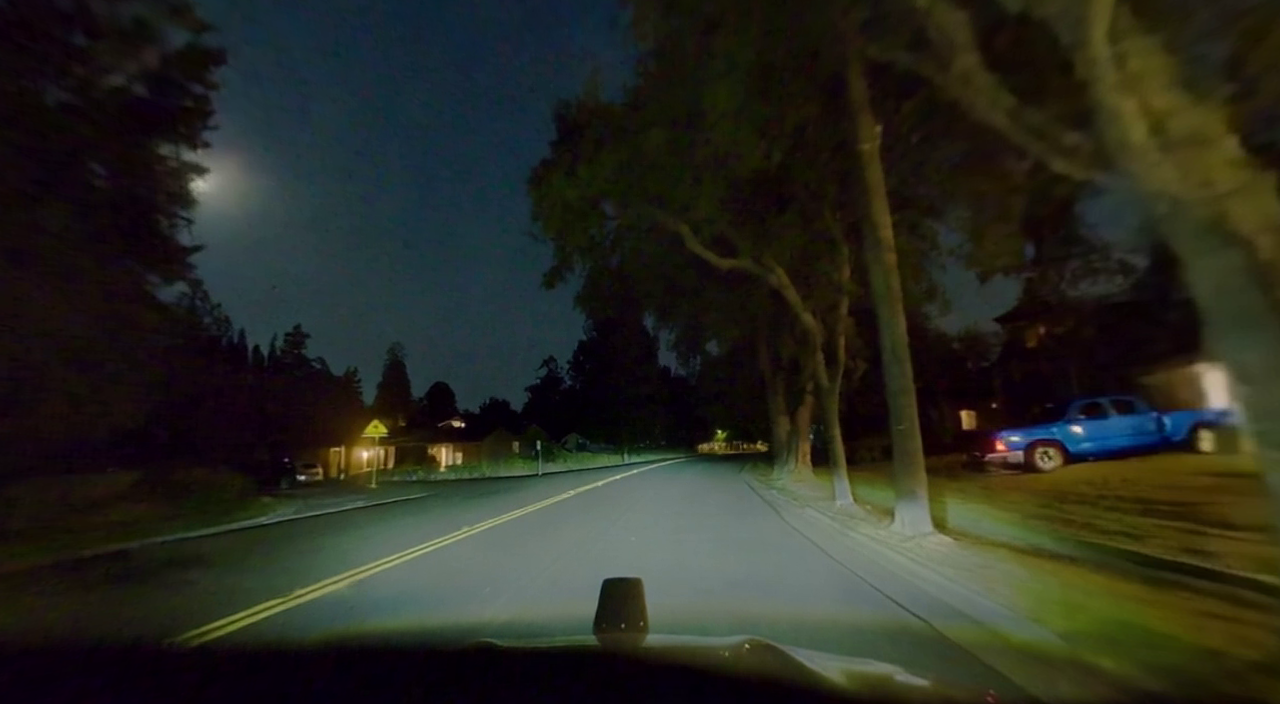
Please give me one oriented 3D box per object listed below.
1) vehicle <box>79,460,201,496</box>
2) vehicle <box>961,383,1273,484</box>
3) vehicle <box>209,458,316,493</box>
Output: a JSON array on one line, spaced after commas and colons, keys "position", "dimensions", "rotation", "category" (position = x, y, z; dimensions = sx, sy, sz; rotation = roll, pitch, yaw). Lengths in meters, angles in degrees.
[{"position": [-25.413, 6.394, 32.120], "dimensions": [4.751, 1.489, 2.052], "rotation": [-4, -9, 7], "category": "vehicle"}, {"position": [11.586, 2.061, 15.810], "dimensions": [5.704, 1.788, 2.095], "rotation": [-7, -8, 8], "category": "vehicle"}, {"position": [-18.642, 6.086, 31.211], "dimensions": [4.270, 1.481, 1.972], "rotation": [-3, -9, 10], "category": "vehicle"}]
